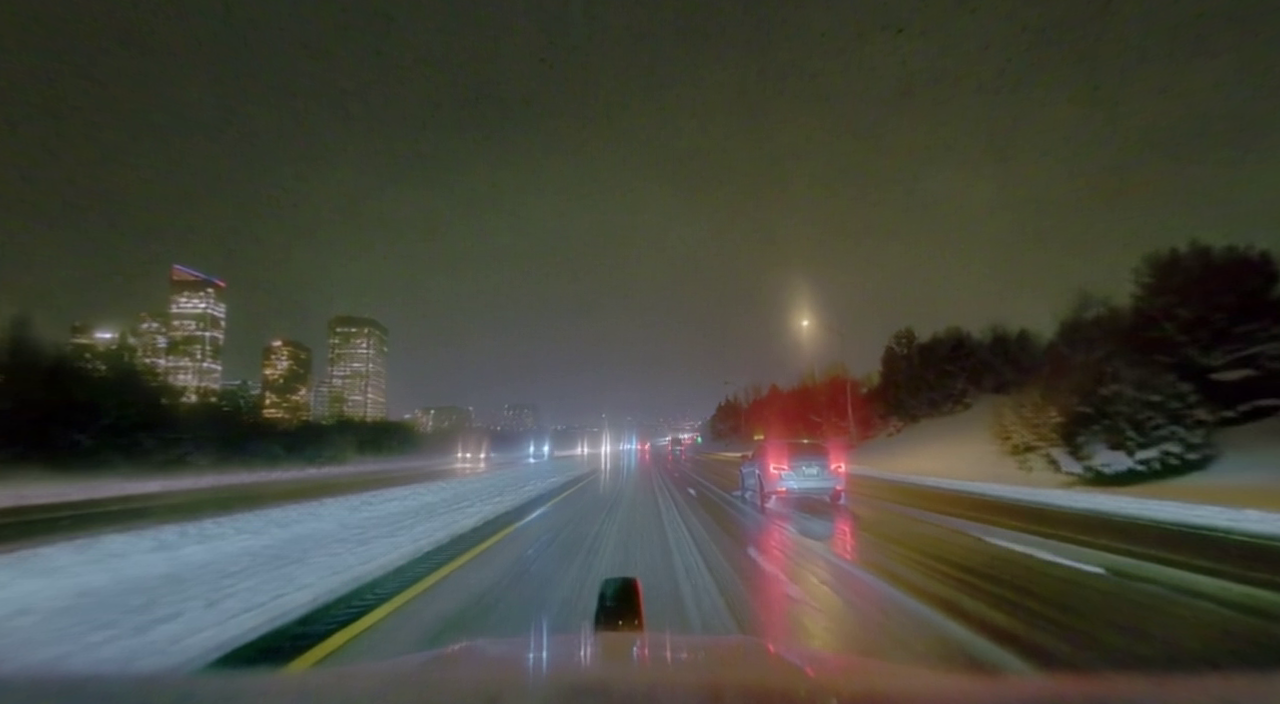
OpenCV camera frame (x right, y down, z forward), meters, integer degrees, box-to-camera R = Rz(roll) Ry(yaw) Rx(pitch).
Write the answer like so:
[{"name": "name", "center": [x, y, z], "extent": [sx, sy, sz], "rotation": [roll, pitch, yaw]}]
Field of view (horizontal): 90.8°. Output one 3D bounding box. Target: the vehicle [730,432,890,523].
[{"name": "vehicle", "center": [3.207, 2.474, 13.058], "extent": [1.982, 1.533, 4.612], "rotation": [0, -8, -1]}]
